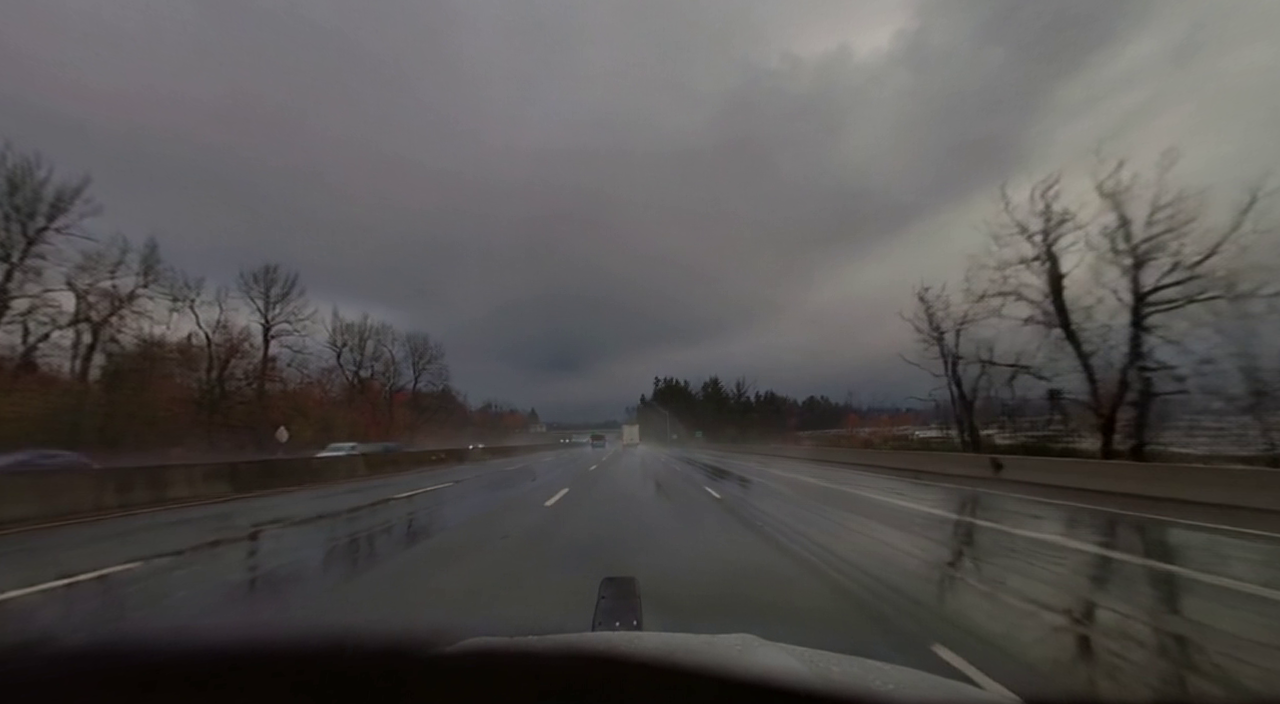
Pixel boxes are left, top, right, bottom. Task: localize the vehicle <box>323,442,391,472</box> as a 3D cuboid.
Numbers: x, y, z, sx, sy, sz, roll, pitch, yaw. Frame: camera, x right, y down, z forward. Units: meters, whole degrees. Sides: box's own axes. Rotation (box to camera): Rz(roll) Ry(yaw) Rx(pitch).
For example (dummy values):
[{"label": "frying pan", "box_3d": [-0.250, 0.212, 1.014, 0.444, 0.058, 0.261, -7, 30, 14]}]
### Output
[{"label": "vehicle", "box_3d": [-15.270, 5.640, 34.140, 1.854, 1.462, 4.237, 0, -8, -2]}]
